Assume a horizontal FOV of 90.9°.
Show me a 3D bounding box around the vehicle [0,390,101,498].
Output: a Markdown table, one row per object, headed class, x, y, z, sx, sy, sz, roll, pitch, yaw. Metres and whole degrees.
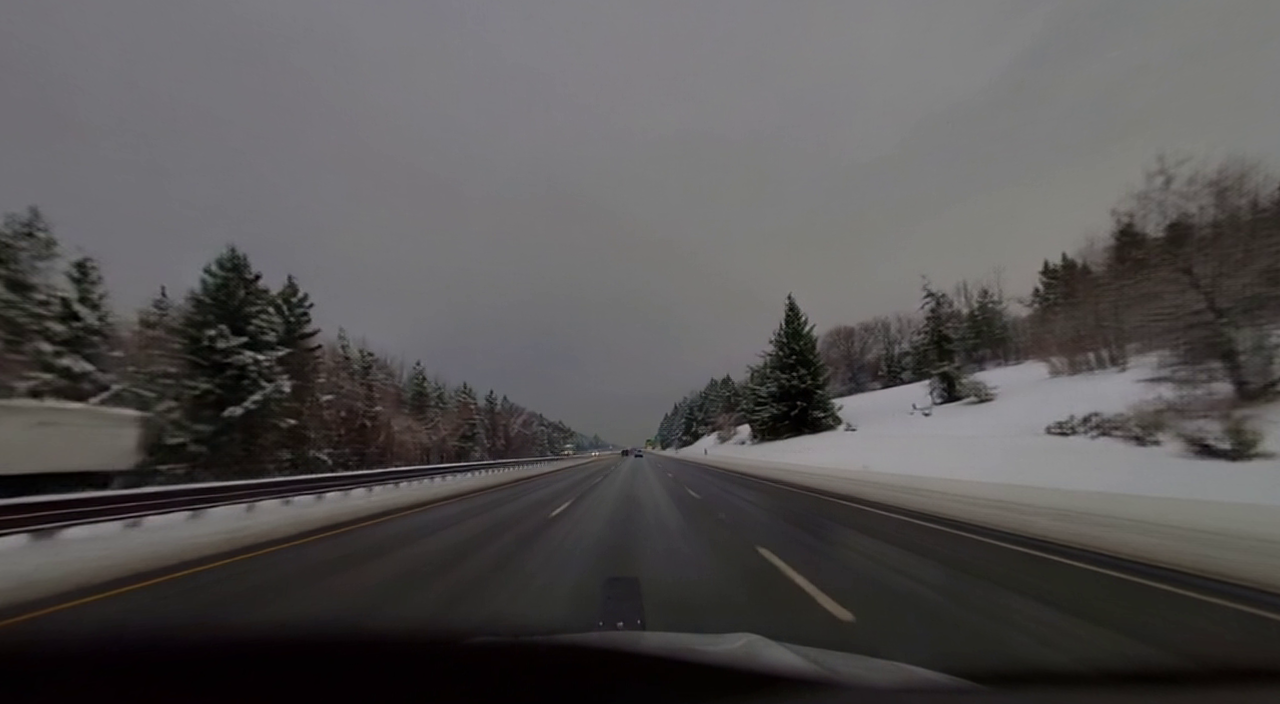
| class | x | y | z | sx | sy | sz | roll | pitch | yaw |
| --- | --- | --- | --- | --- | --- | --- | --- | --- | --- |
| vehicle | -19.615 | 2.510 | 17.166 | 3.661 | 2.973 | 6.879 | 0 | -9 | 0 |
